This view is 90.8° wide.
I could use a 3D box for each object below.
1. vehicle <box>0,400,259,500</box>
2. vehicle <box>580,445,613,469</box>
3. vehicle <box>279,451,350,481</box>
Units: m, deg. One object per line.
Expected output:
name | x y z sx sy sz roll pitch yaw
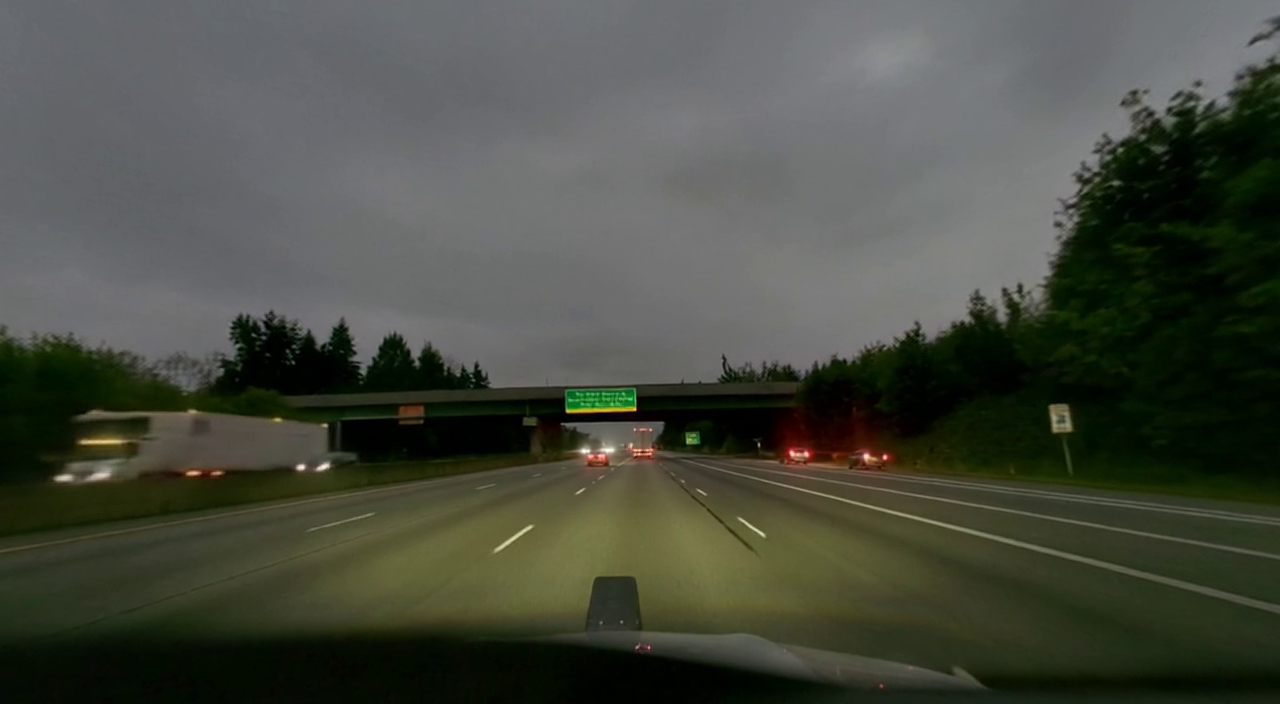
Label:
vehicle | -23.659 4.733 30.628 3.453 3.942 10.998 0 -9 0
vehicle | -3.267 8.018 48.377 2.160 1.724 4.997 0 -9 0
vehicle | -19.158 6.687 37.343 1.955 1.634 4.185 0 -9 0
